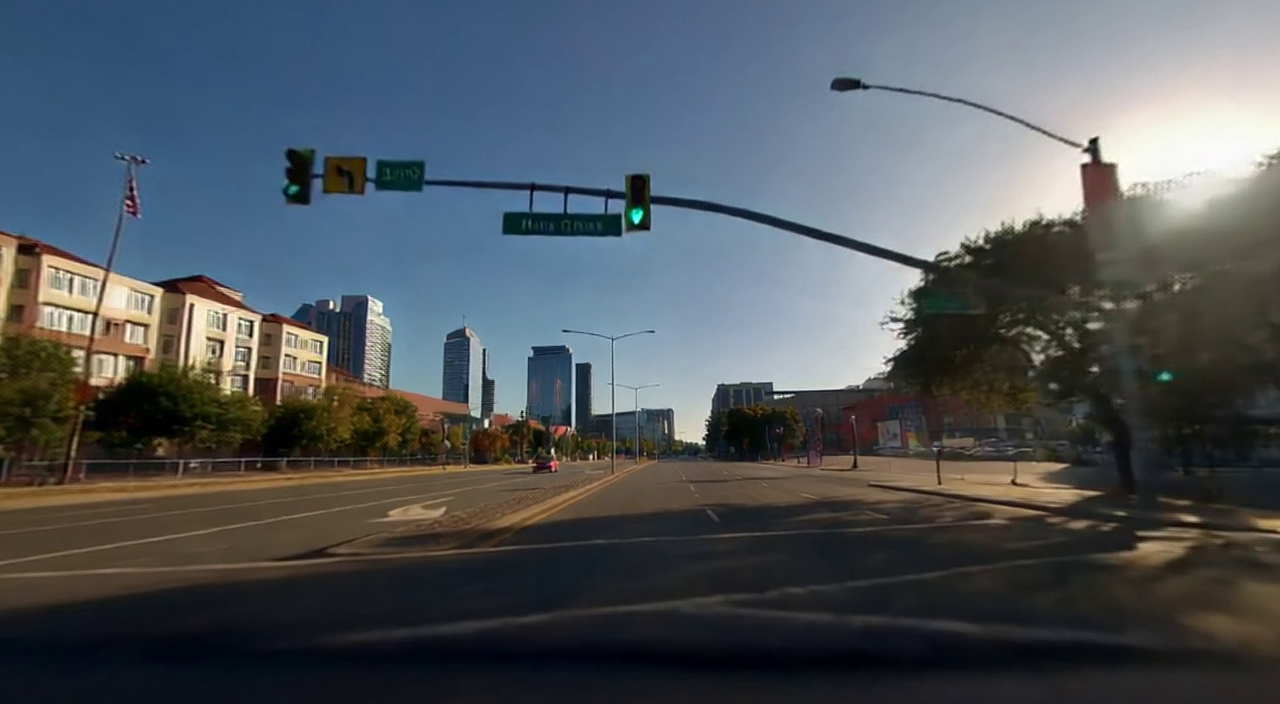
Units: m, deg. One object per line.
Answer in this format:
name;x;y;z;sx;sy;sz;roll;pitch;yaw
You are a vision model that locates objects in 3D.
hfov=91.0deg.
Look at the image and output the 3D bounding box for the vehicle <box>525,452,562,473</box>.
vehicle;-7.262;8.374;47.738;1.866;1.463;4.378;0;-9;3
